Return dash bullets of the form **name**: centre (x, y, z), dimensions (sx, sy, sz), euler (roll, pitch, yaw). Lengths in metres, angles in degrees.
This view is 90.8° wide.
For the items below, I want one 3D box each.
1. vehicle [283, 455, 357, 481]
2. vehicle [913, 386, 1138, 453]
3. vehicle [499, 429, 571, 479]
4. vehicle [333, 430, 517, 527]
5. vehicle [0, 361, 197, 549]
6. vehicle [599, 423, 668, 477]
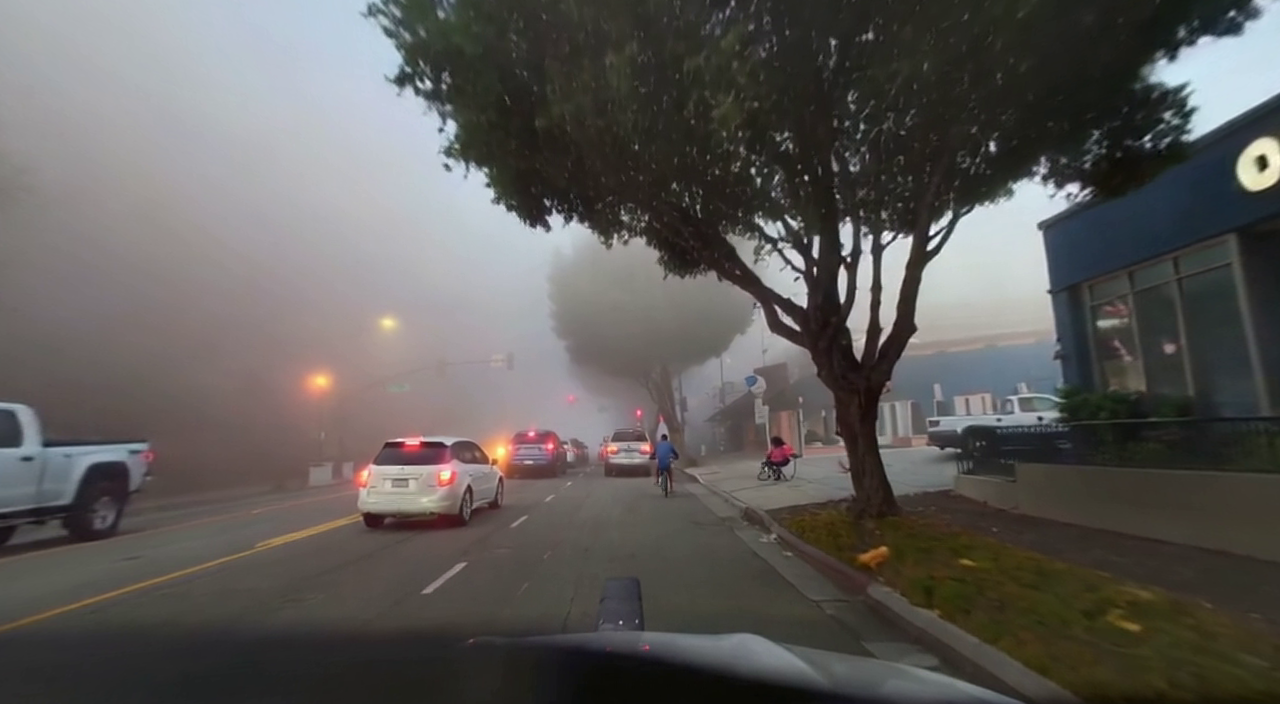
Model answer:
- **vehicle**: centre (-23.441, 8.488, 46.355), dimensions (4.527, 1.584, 1.883), euler (-3, -7, 2)
- **vehicle**: centre (8.919, 1.625, 14.794), dimensions (4.159, 1.416, 2.049), euler (2, -8, -13)
- **vehicle**: centre (-3.949, 3.913, 24.460), dimensions (2.046, 1.750, 4.452), euler (0, -9, 0)
- **vehicle**: centre (-3.738, 2.282, 11.931), dimensions (2.064, 1.486, 4.140), euler (0, -9, -1)
- **vehicle**: centre (-13.228, 2.163, 12.197), dimensions (3.062, 3.442, 8.771), euler (-8, -9, -1)
- **vehicle**: centre (-0.311, 3.823, 24.790), dimensions (2.426, 1.882, 5.027), euler (0, -9, -2)
